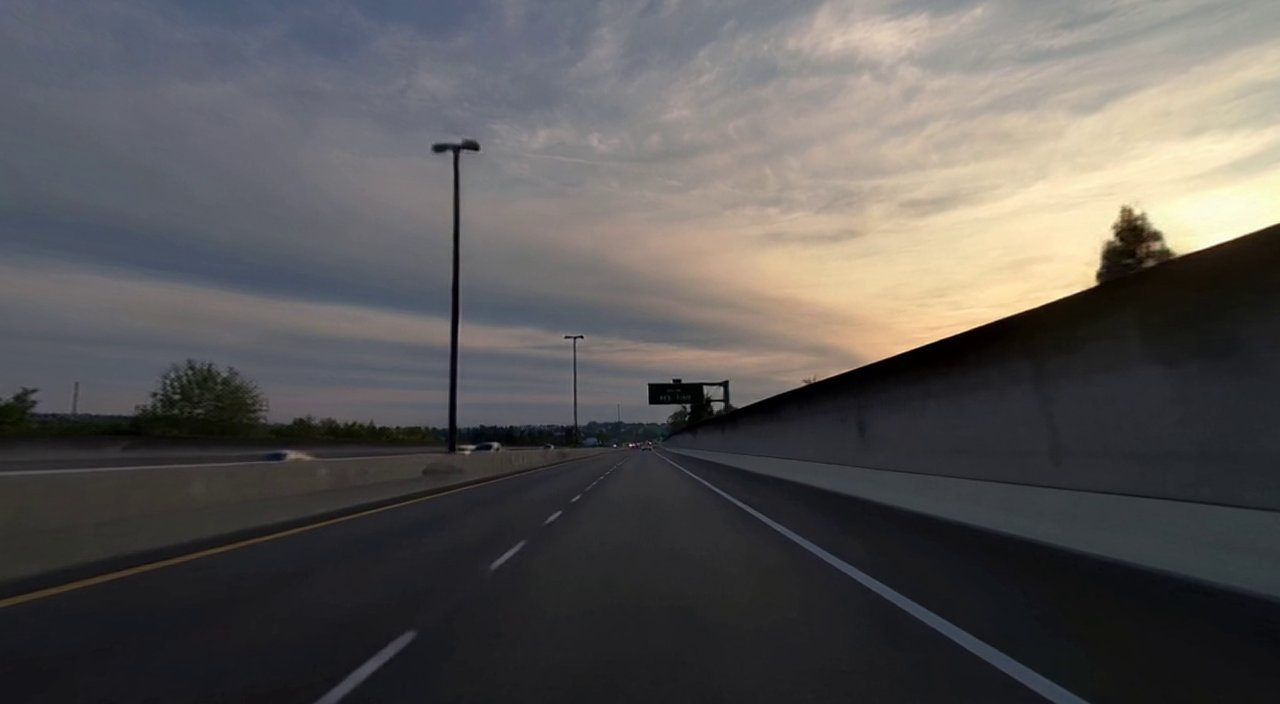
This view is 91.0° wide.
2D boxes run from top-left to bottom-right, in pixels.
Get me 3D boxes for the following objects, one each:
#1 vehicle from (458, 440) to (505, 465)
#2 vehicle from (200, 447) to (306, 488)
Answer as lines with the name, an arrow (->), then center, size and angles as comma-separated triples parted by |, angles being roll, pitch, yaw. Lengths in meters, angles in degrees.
vehicle -> -11.506, 7.298, 46.019 | 2.044, 1.690, 5.155 | 0, -8, 0
vehicle -> -16.024, 4.778, 26.320 | 1.825, 1.537, 4.025 | 0, -8, 1
